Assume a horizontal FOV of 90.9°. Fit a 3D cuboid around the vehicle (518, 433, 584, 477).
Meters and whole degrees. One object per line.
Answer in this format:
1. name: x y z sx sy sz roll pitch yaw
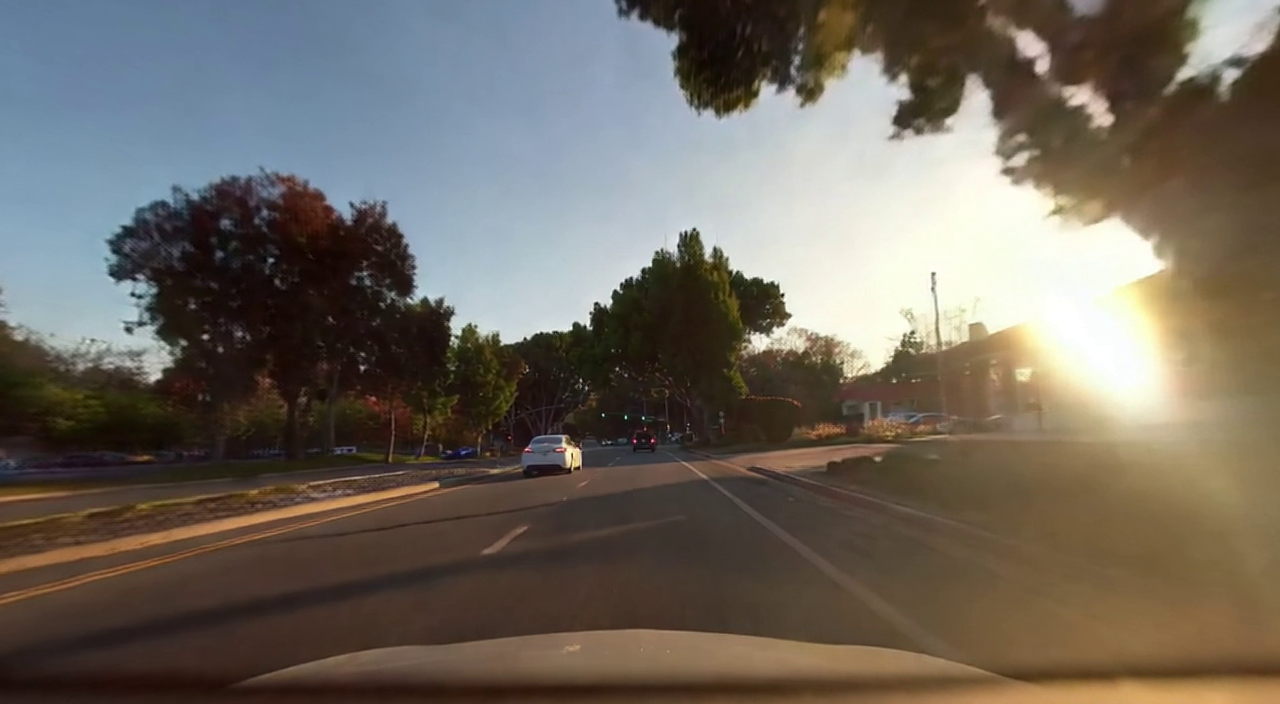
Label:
1. vehicle: -3.496 4.130 25.529 1.914 1.630 4.351 0 -8 2
